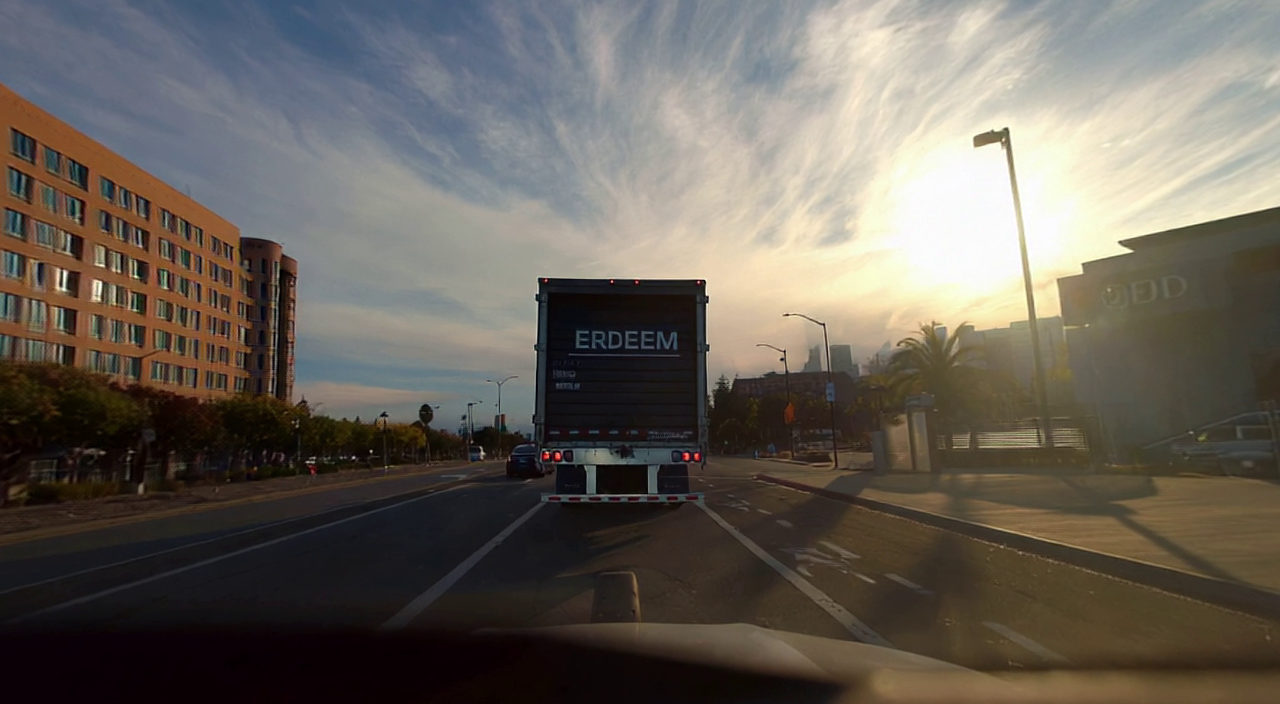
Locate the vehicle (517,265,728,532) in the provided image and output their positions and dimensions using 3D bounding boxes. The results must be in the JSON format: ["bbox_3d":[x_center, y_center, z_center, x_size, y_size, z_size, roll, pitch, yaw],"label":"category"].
[{"bbox_3d":[-0.199,1.223,13.438,2.876,3.724,9.351,0,-8,1],"label":"vehicle"}]

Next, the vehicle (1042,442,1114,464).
[{"bbox_3d":[31.386,7.214,45.149,1.652,1.423,3.797,5,-9,-35],"label":"vehicle"}]
